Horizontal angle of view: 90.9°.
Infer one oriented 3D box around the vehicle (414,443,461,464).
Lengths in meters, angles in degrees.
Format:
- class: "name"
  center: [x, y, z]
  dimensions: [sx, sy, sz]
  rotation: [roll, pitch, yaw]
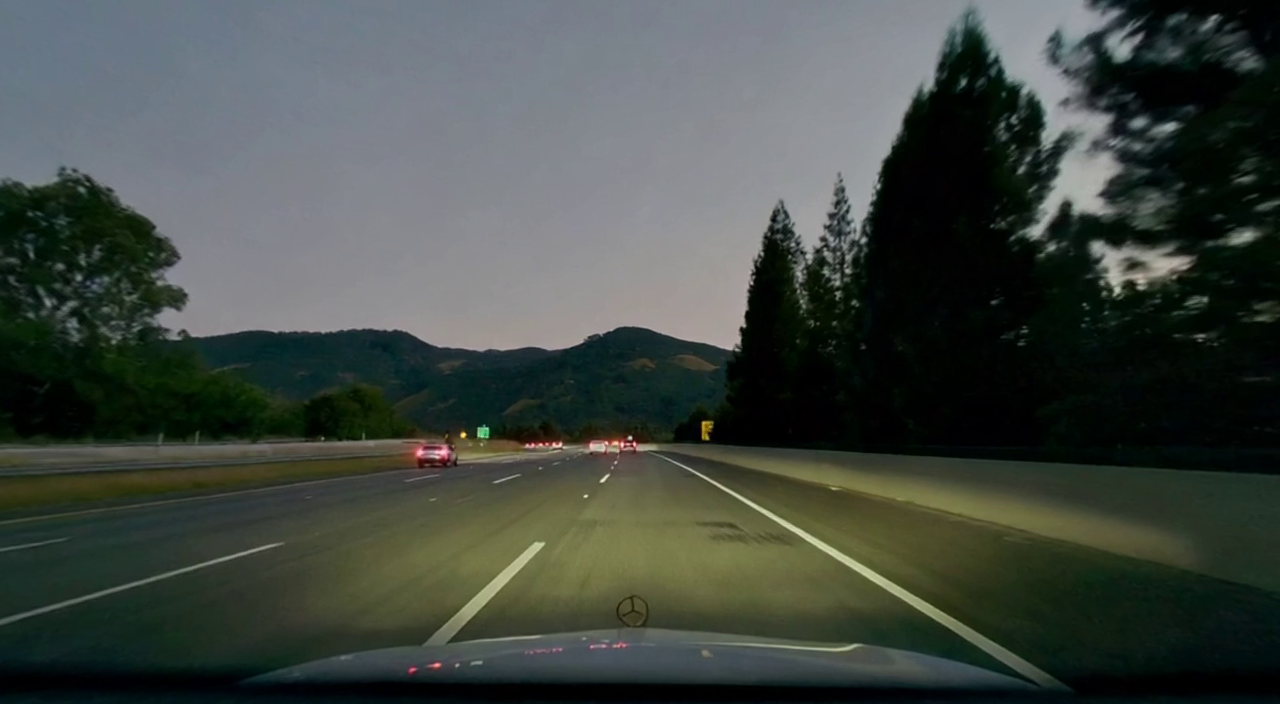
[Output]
- class: "vehicle"
  center: [-14.925, 7.461, 46.646]
  dimensions: [2.036, 1.479, 4.418]
  rotation: [0, -8, -1]
